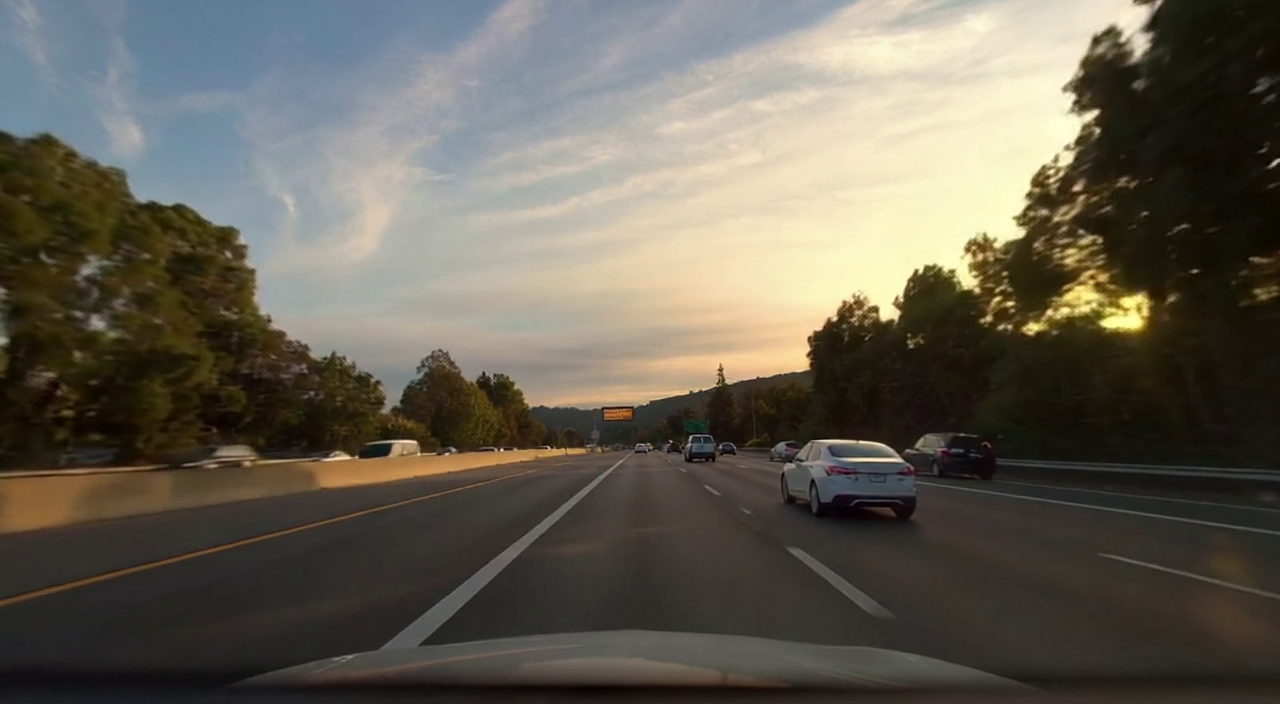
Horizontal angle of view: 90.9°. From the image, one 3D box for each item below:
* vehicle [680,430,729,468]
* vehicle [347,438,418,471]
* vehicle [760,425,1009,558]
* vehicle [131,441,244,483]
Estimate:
[{"bbox_3d":[3.637,5.613,36.600,2.218,1.964,5.662,0,-8,0],"label":"vehicle"},{"bbox_3d":[-13.707,5.475,33.908,1.909,1.599,4.476,0,-8,0],"label":"vehicle"},{"bbox_3d":[3.325,1.986,9.817,1.978,1.535,4.705,0,-8,0],"label":"vehicle"},{"bbox_3d":[-21.070,5.125,29.651,1.960,1.795,4.431,0,-8,0],"label":"vehicle"}]
